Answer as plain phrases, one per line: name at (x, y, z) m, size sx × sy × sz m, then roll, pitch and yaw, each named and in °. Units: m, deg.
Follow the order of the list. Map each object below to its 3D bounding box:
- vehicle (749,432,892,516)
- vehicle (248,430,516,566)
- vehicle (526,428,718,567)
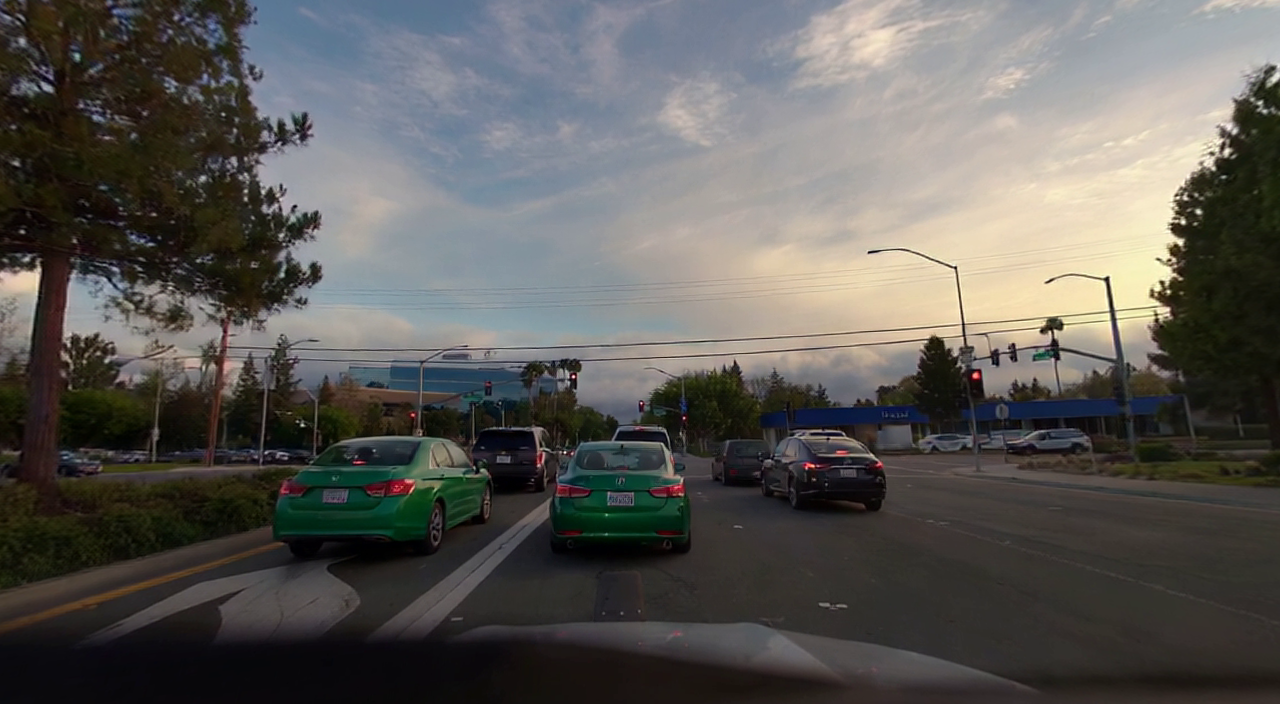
vehicle at (3.556, 2.465, 13.267) m, size 1.880 × 1.476 × 3.932 m, roll 0°, pitch -8°, yaw 1°
vehicle at (-3.200, 1.884, 8.940) m, size 1.917 × 1.441 × 4.128 m, roll -1°, pitch -8°, yaw 2°
vehicle at (-0.199, 1.836, 8.705) m, size 2.041 × 1.450 × 3.847 m, roll 0°, pitch -8°, yaw 0°
